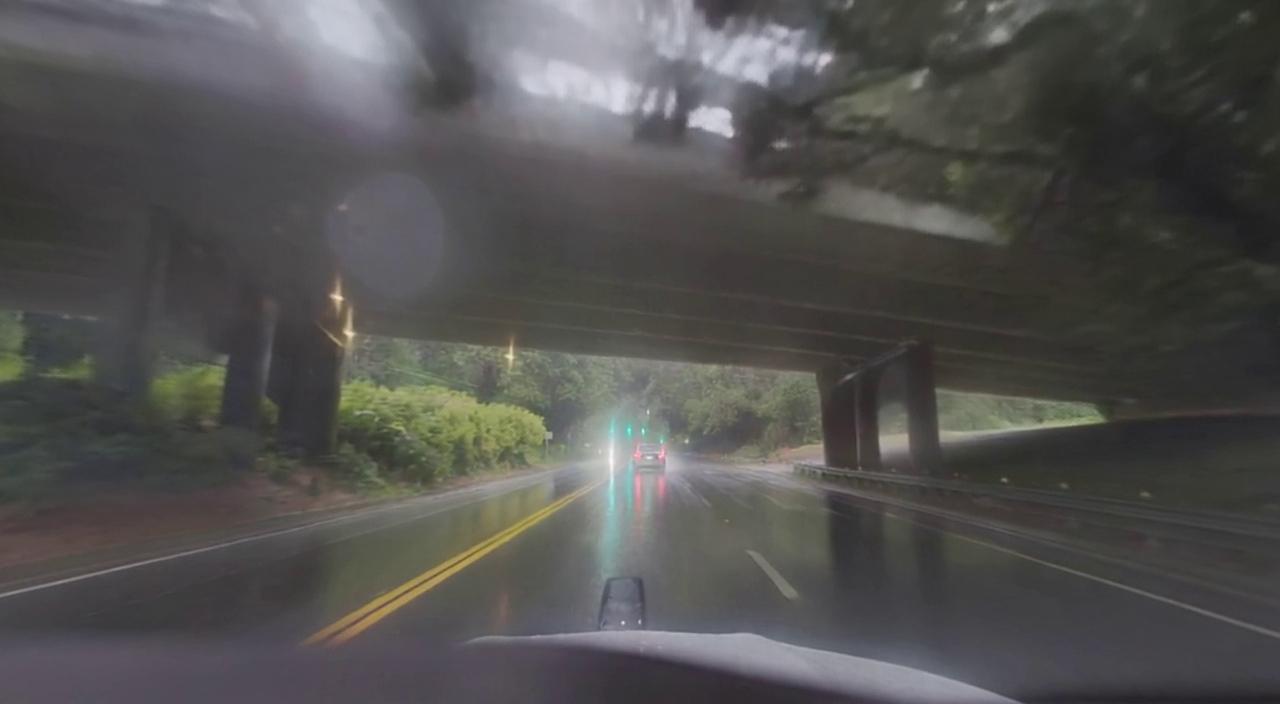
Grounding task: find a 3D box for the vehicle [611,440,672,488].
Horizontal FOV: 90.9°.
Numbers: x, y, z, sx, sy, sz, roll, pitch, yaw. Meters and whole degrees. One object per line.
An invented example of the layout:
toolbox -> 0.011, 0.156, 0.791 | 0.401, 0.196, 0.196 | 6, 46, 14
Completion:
vehicle -> 0.076, 4.036, 22.921 | 2.037, 1.601, 3.643 | 0, -9, 1
